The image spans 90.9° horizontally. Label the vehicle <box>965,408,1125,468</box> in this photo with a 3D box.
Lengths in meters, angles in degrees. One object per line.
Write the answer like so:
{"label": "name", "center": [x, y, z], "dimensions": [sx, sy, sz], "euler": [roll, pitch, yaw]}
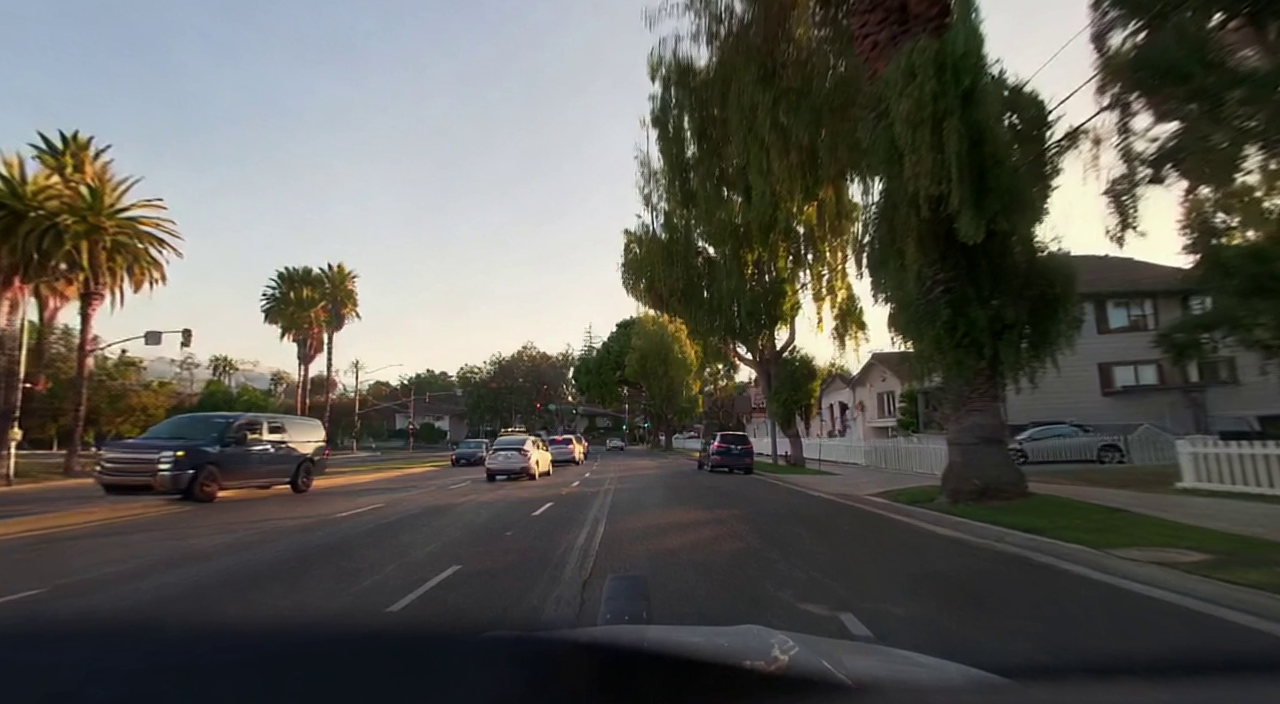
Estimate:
{"label": "vehicle", "center": [14.853, 3.134, 23.185], "dimensions": [4.864, 2.000, 2.353], "euler": [2, -8, -20]}

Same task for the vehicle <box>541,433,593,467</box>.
{"label": "vehicle", "center": [-3.825, 5.220, 33.845], "dimensions": [2.181, 1.636, 4.504], "euler": [-1, -8, 0]}

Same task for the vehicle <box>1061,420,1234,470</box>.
{"label": "vehicle", "center": [16.353, 2.970, 20.375], "dimensions": [4.537, 1.484, 1.922], "euler": [2, -8, -15]}

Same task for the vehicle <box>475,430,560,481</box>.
{"label": "vehicle", "center": [-4.092, 3.526, 21.840], "dimensions": [2.051, 1.572, 4.207], "euler": [-1, -8, 1]}

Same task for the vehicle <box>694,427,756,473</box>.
{"label": "vehicle", "center": [3.461, 4.054, 26.367], "dimensions": [1.801, 1.746, 4.325], "euler": [0, -8, -2]}

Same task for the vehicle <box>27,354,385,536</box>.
{"label": "vehicle", "center": [-7.012, 1.651, 11.501], "dimensions": [2.155, 2.399, 6.101], "euler": [-1, -8, 0]}
